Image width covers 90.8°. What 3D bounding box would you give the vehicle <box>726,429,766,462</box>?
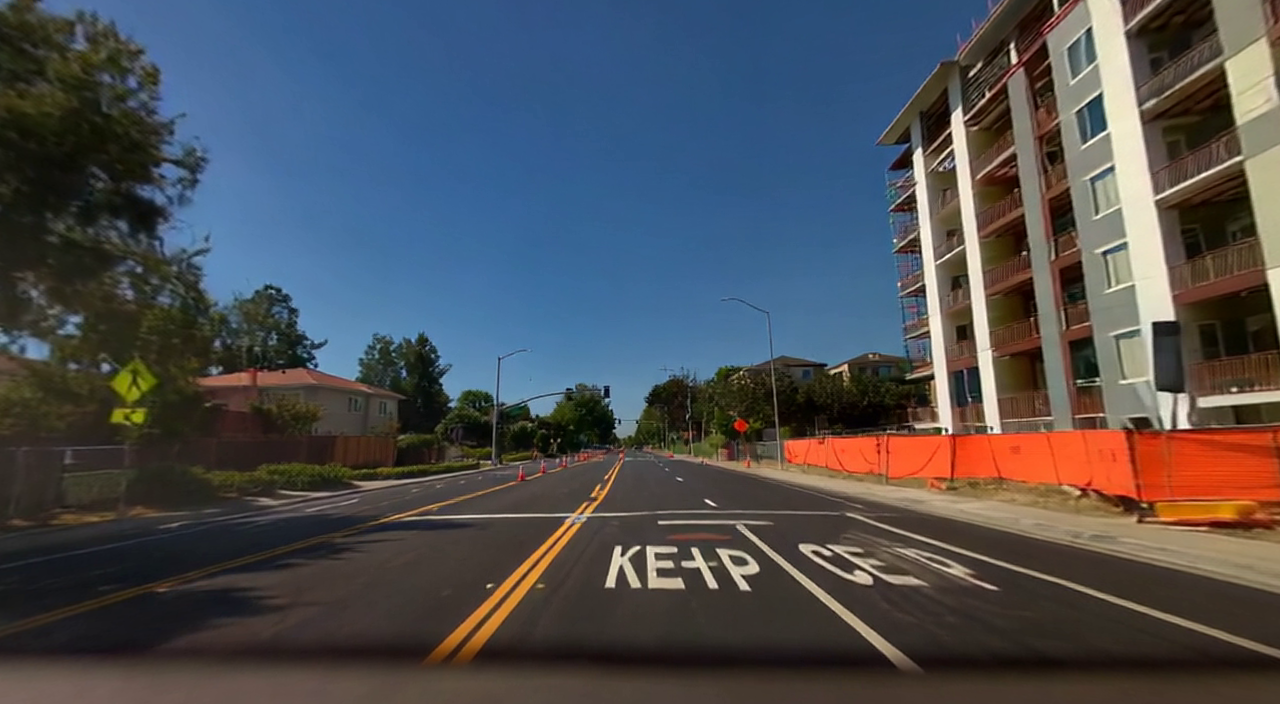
[{"bbox_3d":[8.294,7.339,49.664,2.613,2.434,2.675,2,-8,-3],"label":"vehicle"}]
